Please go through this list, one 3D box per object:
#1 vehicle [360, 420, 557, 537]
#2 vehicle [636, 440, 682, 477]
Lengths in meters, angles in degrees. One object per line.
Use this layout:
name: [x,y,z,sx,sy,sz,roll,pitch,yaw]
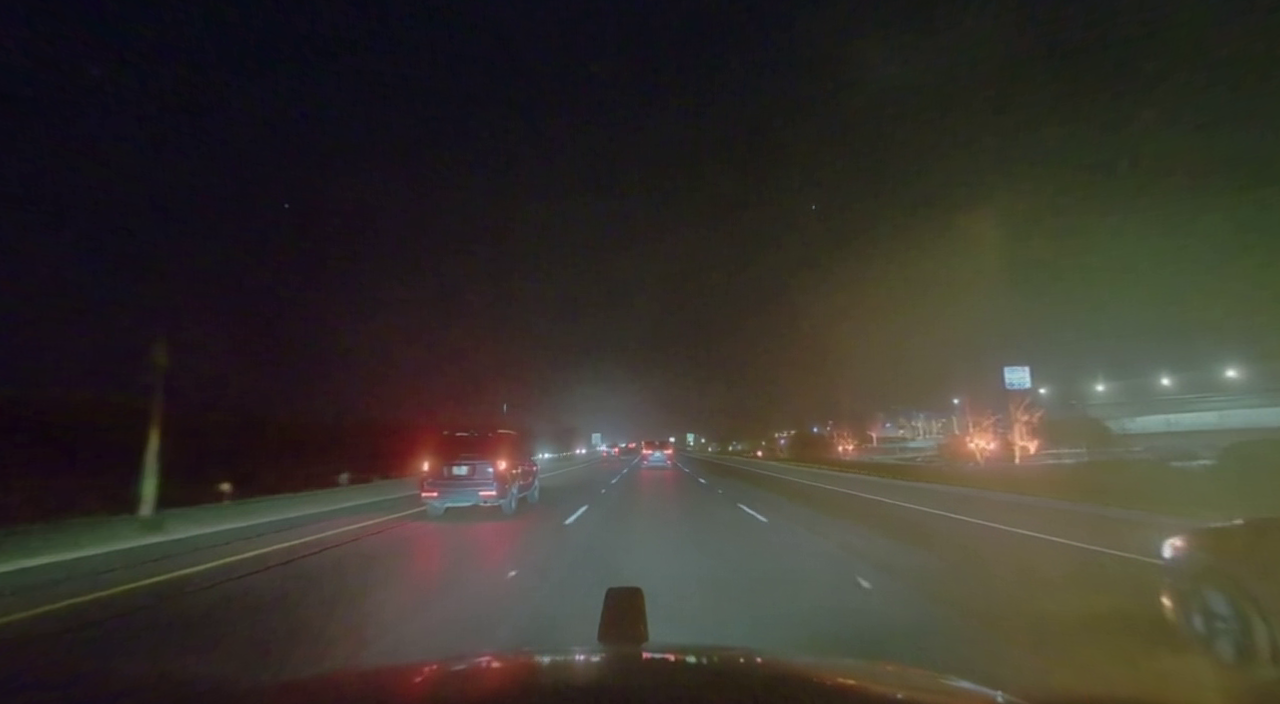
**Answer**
vehicle: [-3.075,2.276,11.980,2.239,1.761,4.620,0,-8,2]
vehicle: [0.840,4.916,29.303,2.000,1.558,3.945,0,-8,0]
